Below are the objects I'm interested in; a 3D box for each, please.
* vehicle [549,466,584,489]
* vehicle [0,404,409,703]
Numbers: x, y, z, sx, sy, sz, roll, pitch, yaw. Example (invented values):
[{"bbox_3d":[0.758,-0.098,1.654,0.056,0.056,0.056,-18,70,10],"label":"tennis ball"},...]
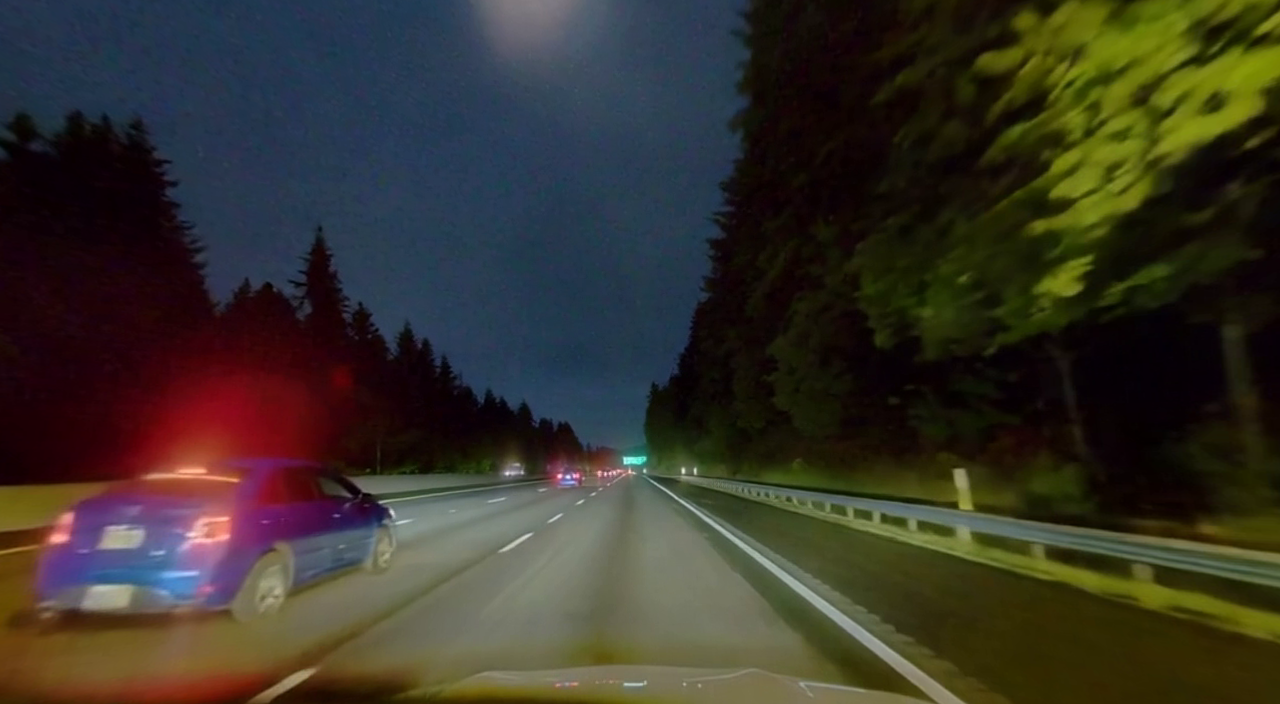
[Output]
[{"bbox_3d":[-5.069,8.743,43.958,1.995,1.467,4.467,1,-11,-1],"label":"vehicle"},{"bbox_3d":[-4.109,1.533,5.818,2.117,1.635,4.750,1,-11,0],"label":"vehicle"}]
